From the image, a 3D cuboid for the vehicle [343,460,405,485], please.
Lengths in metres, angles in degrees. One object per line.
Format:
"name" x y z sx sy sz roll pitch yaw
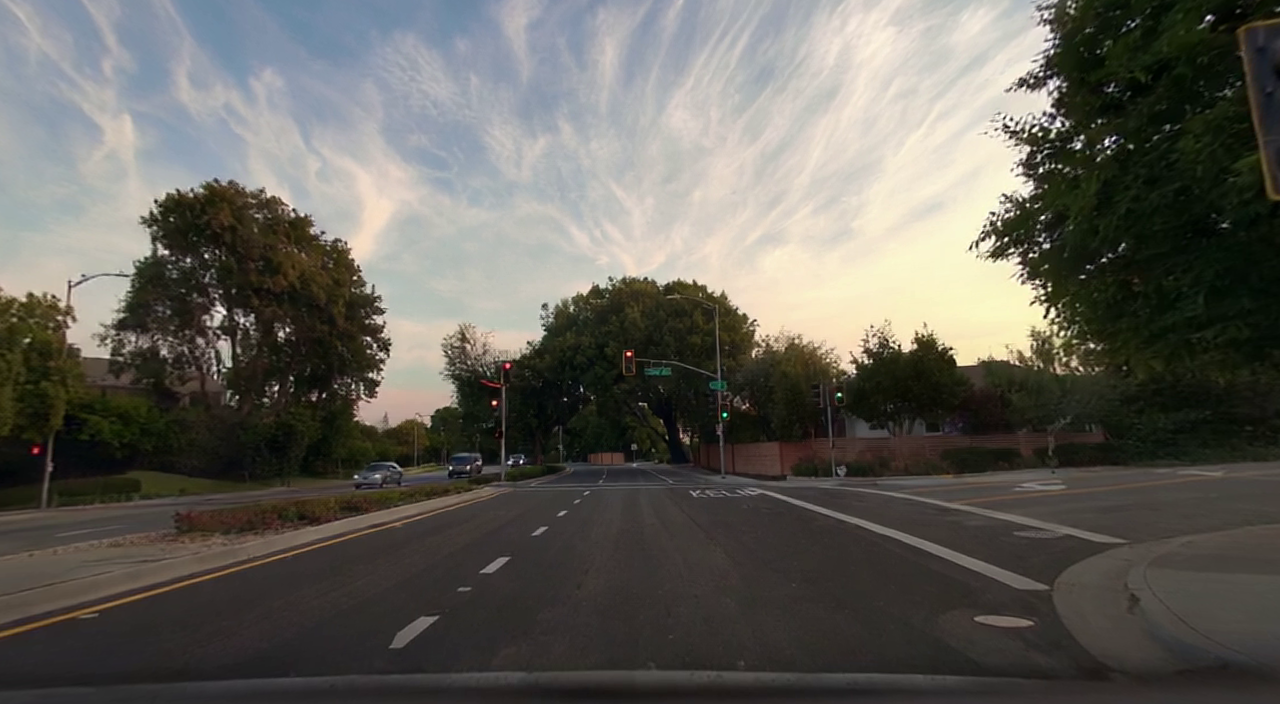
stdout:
"vehicle" -17.497 7.933 41.810 2.108 1.480 4.707 0 -9 -1
